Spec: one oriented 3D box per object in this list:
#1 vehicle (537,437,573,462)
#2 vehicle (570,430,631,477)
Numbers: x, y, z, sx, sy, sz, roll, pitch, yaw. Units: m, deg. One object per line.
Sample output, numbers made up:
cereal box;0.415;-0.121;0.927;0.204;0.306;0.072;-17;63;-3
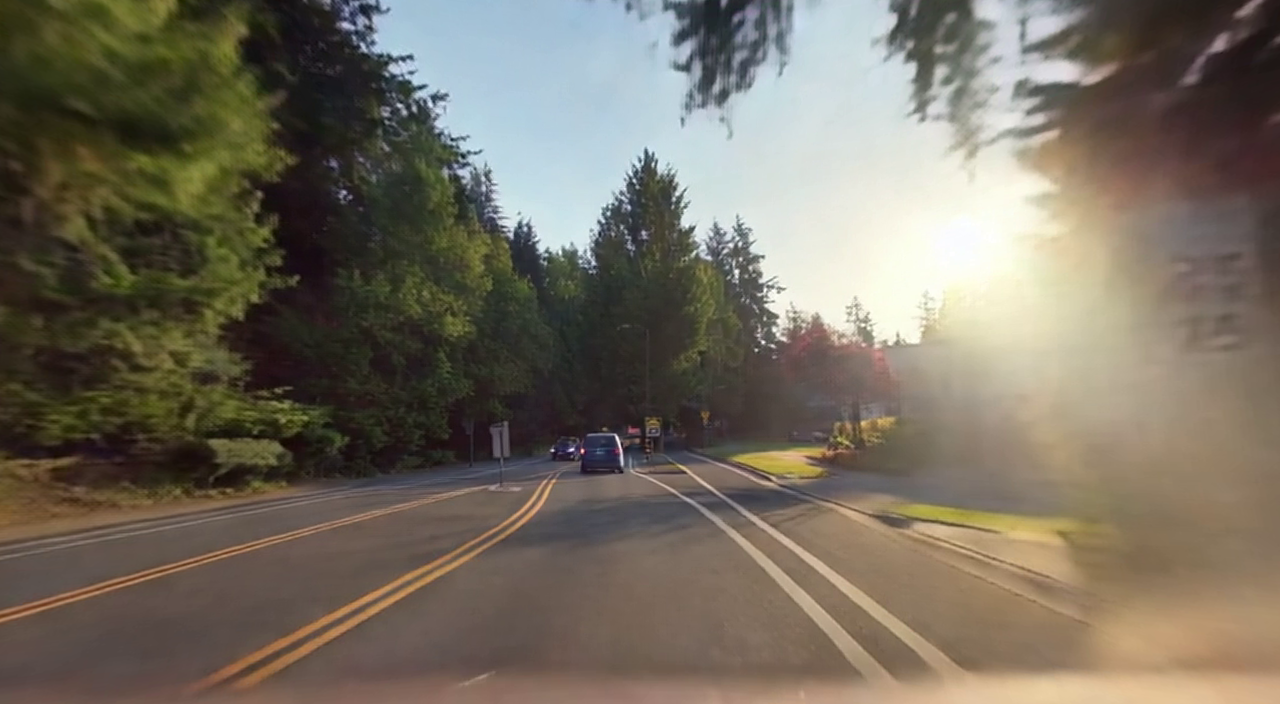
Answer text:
vehicle;-5.935;6.869;44.601;2.087;1.677;4.467;0;-9;-2
vehicle;-1.544;4.050;25.318;2.216;1.708;4.110;0;-9;-2
